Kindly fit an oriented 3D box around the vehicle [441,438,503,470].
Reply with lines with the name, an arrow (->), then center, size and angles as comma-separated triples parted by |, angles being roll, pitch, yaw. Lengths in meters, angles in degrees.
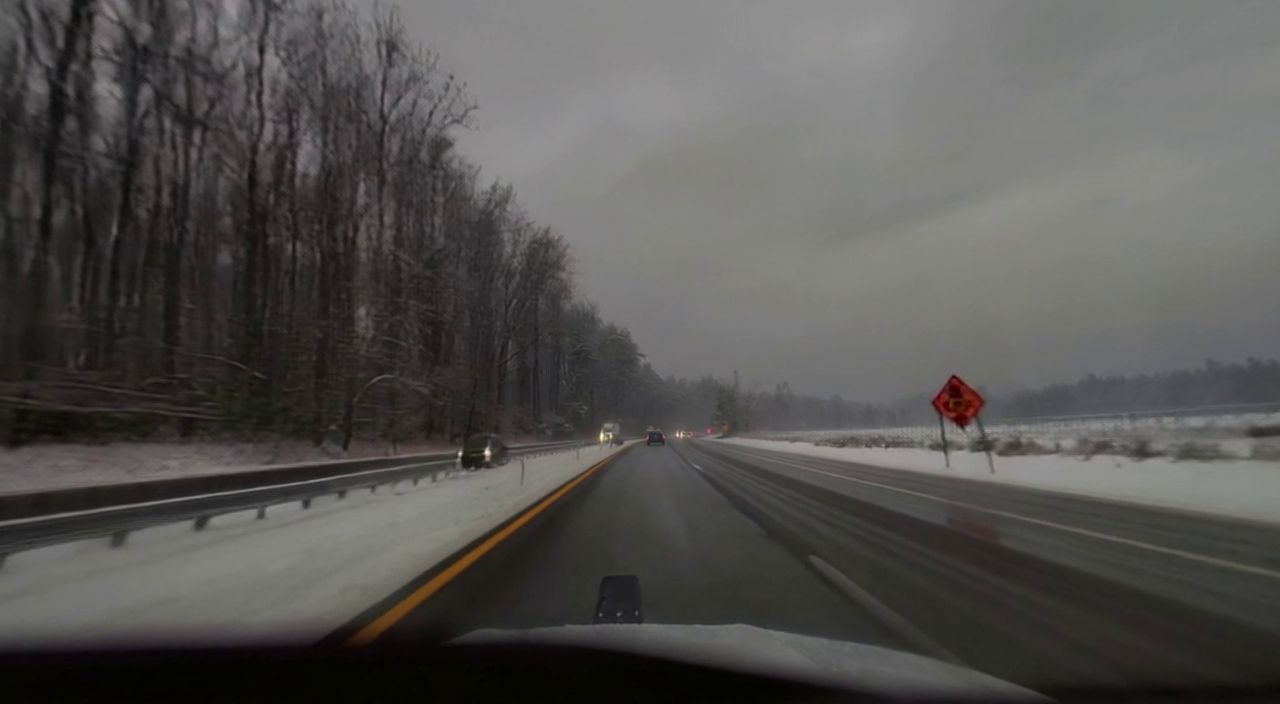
vehicle -> -8.329, 5.064, 31.640 | 1.890, 1.490, 4.463 | 0, -8, 0
